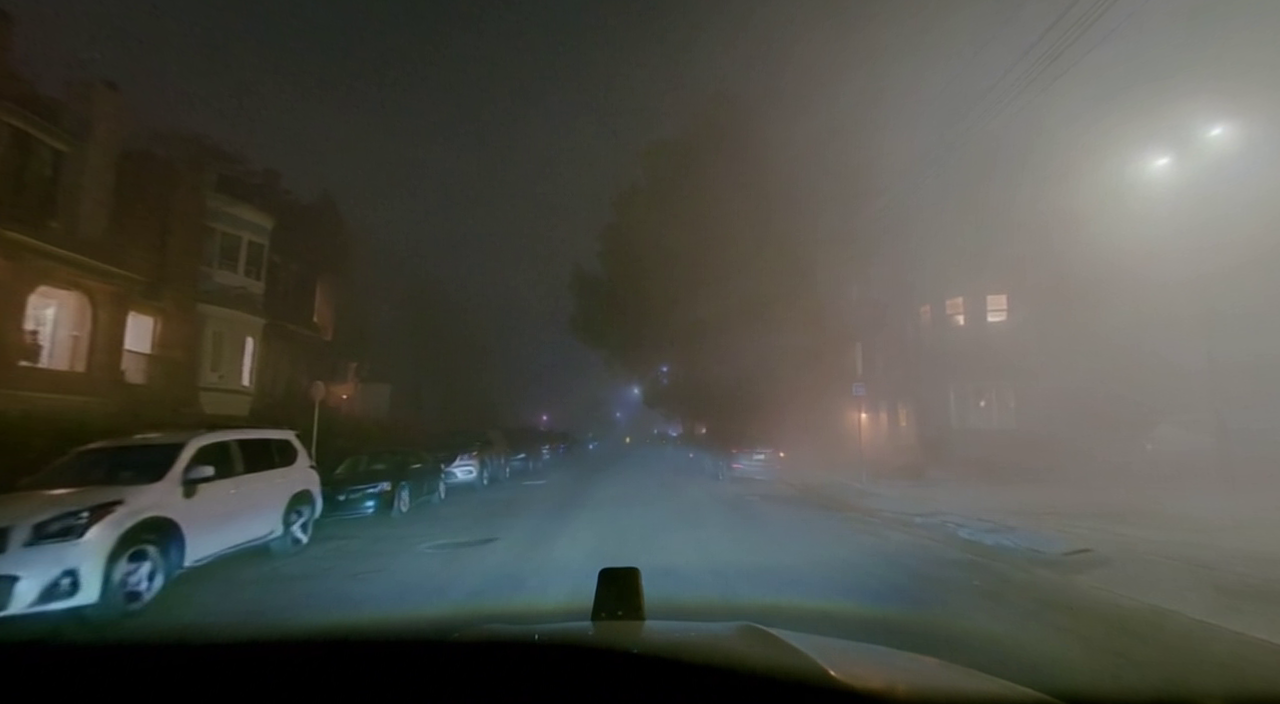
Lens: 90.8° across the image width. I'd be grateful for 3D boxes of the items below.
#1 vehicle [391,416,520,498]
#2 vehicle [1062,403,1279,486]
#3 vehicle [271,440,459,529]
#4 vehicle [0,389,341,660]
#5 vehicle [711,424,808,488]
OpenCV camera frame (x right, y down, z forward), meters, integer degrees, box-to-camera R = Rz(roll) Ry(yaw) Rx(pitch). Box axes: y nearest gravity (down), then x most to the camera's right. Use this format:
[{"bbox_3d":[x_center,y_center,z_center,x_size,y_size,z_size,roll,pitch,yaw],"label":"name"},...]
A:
[{"bbox_3d":[-5.352,3.127,19.291,2.390,2.123,5.371,0,-8,-1],"label":"vehicle"},{"bbox_3d":[11.381,1.858,12.768,4.336,1.520,1.876,0,-8,-2],"label":"vehicle"},{"bbox_3d":[-5.275,2.549,12.927,1.858,1.456,4.587,0,-8,-1],"label":"vehicle"},{"bbox_3d":[-5.299,1.507,6.746,2.042,1.850,4.758,0,-8,-3],"label":"vehicle"},{"bbox_3d":[3.498,3.135,19.478,1.994,1.710,4.699,0,-8,-1],"label":"vehicle"}]
